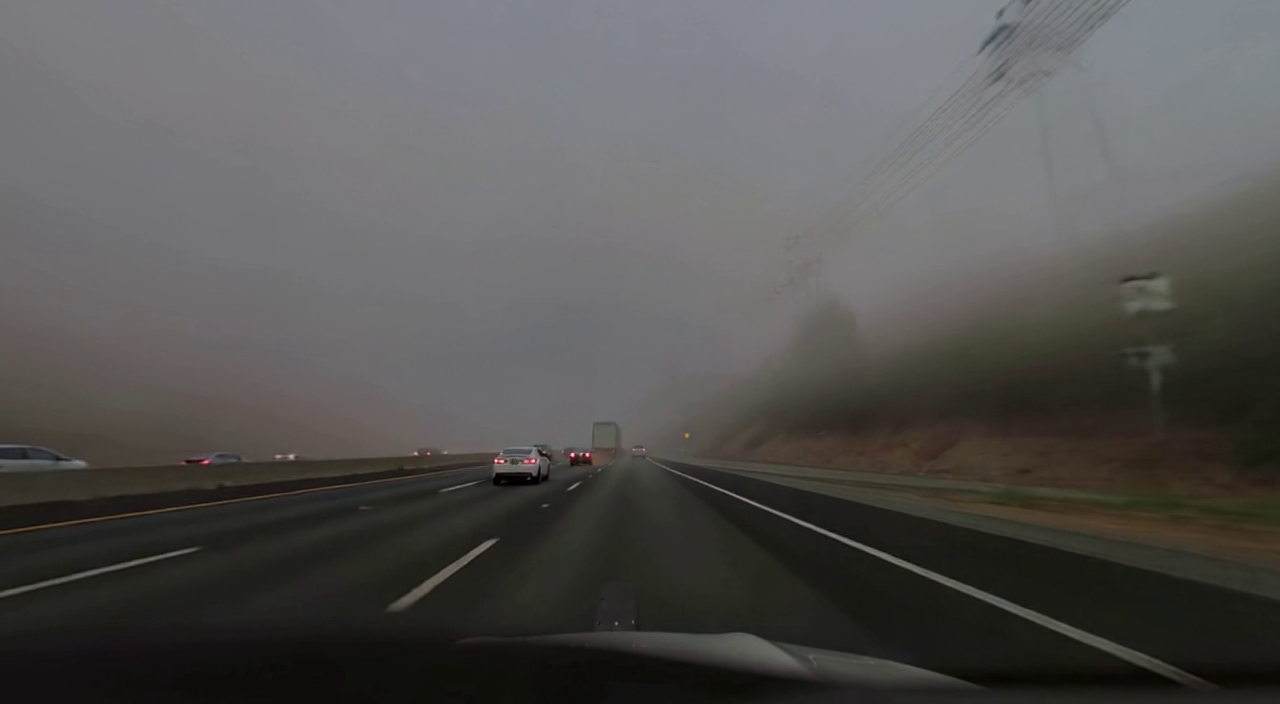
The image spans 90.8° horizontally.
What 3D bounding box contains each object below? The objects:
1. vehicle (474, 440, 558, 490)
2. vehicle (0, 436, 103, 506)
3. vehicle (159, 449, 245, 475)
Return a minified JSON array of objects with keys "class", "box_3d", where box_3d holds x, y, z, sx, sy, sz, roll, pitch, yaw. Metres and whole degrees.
[{"class":"vehicle","box_3d":[-4.166,3.856,21.979,1.963,1.533,4.477,0,-9,0]},{"class":"vehicle","box_3d":[-14.823,2.550,13.492,2.015,1.505,5.310,0,-9,0]},{"class":"vehicle","box_3d":[-26.089,6.533,37.810,1.841,1.449,4.570,0,-9,0]}]
